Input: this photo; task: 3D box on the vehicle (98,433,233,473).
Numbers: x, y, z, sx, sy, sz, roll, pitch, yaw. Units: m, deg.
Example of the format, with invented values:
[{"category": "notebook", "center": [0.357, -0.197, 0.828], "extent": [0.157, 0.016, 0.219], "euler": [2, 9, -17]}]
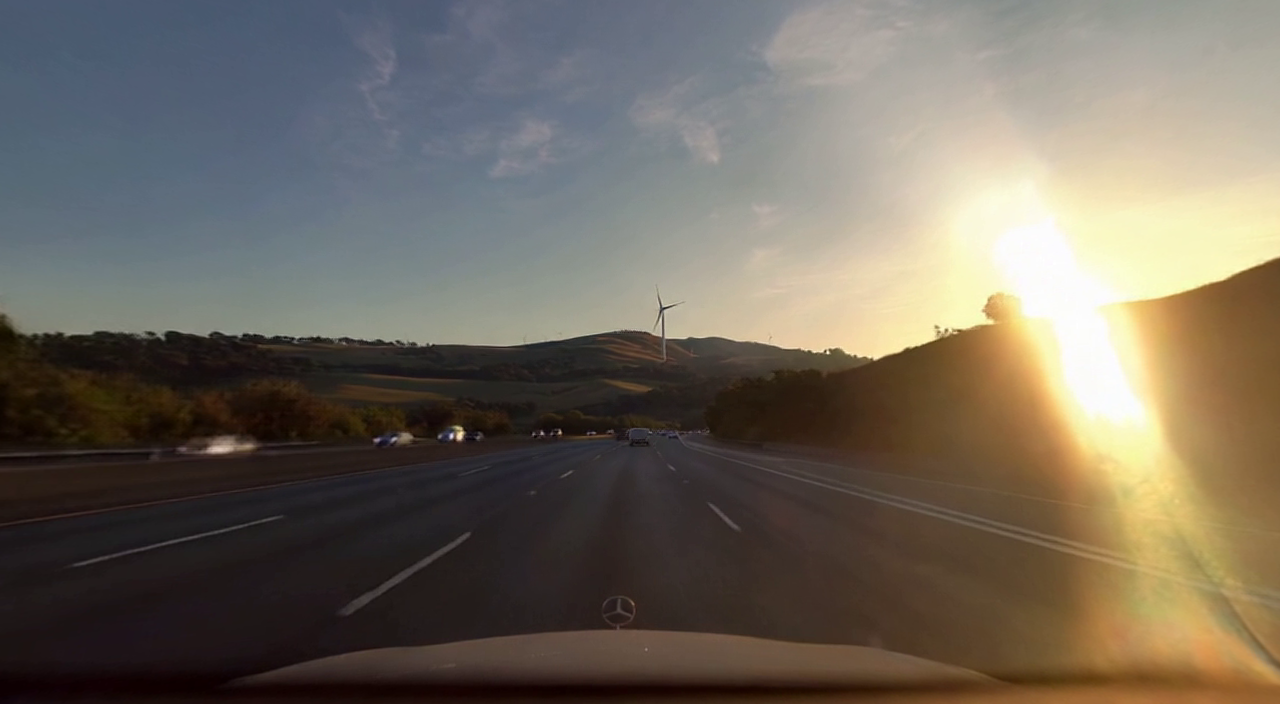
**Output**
[{"category": "vehicle", "center": [-19.825, 4.197, 26.649], "extent": [2.013, 1.505, 4.712], "euler": [0, -8, 0]}]
